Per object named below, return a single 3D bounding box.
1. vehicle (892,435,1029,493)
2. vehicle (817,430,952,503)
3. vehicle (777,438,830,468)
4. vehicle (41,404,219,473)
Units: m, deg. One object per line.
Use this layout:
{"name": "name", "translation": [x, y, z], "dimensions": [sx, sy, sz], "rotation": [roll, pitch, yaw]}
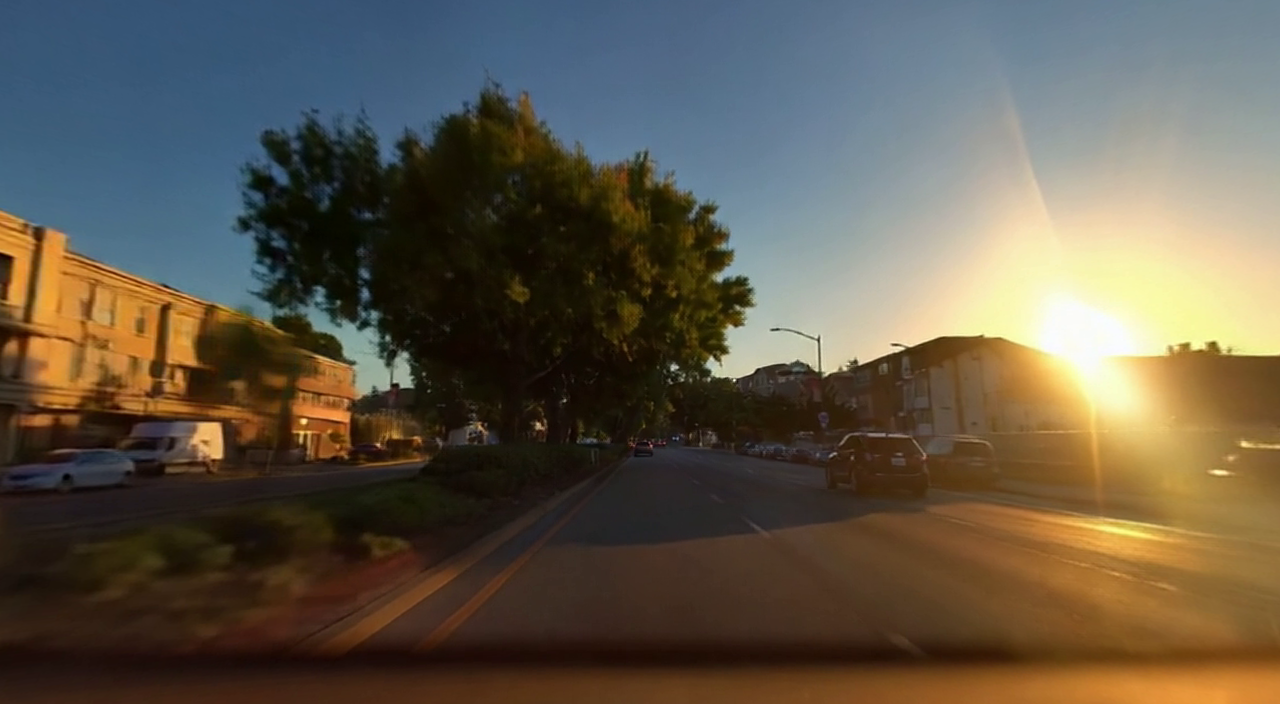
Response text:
{"name": "vehicle", "translation": [10.761, 3.767, 21.674], "dimensions": [2.244, 1.754, 4.791], "rotation": [0, -8, 1]}
{"name": "vehicle", "translation": [6.168, 2.923, 16.460], "dimensions": [2.072, 1.669, 3.836], "rotation": [0, -8, 2]}
{"name": "vehicle", "translation": [10.678, 6.625, 41.559], "dimensions": [2.096, 1.780, 5.128], "rotation": [0, -8, 0]}
{"name": "vehicle", "translation": [-25.946, 4.453, 32.354], "dimensions": [6.540, 3.375, 2.751], "rotation": [0, -8, 0]}
